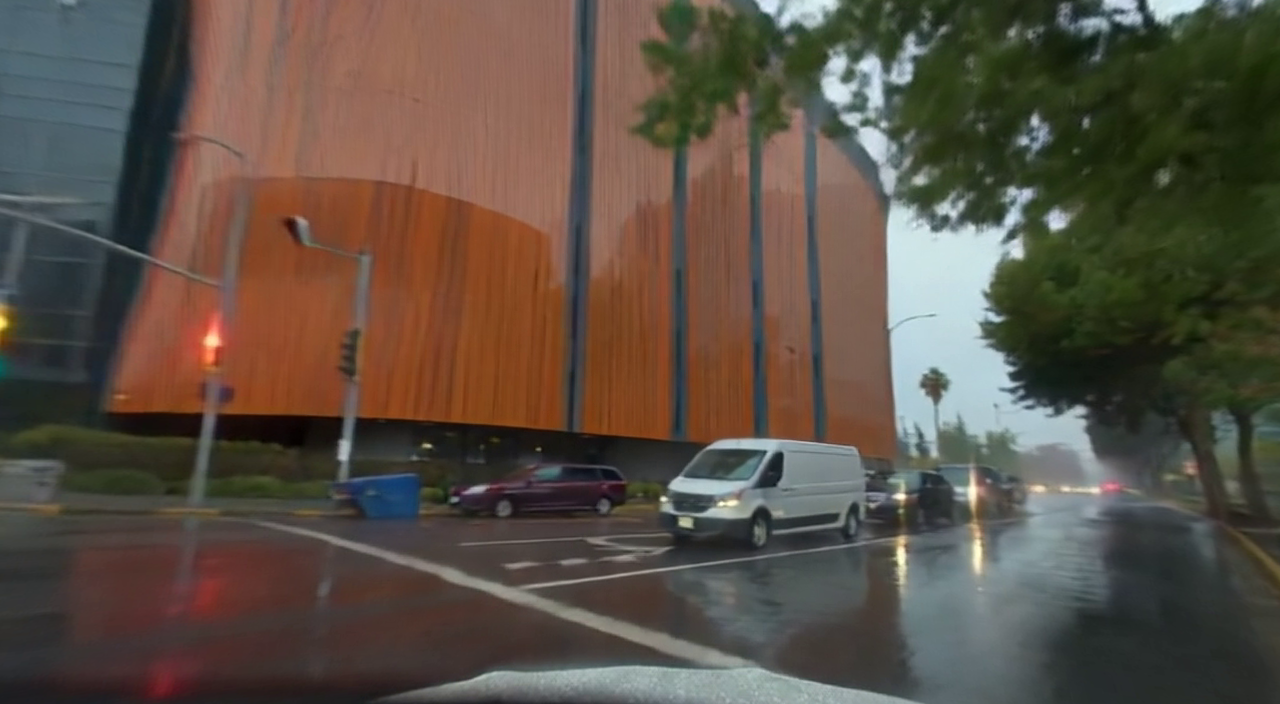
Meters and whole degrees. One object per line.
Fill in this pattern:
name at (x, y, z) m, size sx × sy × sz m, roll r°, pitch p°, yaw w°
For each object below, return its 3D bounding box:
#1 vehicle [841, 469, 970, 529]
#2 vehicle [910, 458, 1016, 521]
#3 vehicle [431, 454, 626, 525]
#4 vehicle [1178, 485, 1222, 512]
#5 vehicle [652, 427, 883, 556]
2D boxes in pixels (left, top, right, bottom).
vehicle at (7.836, 4.195, 18.372) m, size 1.853 × 1.495 × 4.632 m, roll -11°, pitch -15°, yaw 41°
vehicle at (11.947, 4.972, 23.176) m, size 2.148 × 2.024 × 4.884 m, roll -8°, pitch -14°, yaw 41°
vehicle at (-2.592, 3.324, 15.574) m, size 1.868 × 1.472 × 4.470 m, roll -9°, pitch -14°, yaw 42°
vehicle at (36.021, 9.381, 40.557) m, size 1.899 × 1.470 × 3.666 m, roll -8°, pitch -13°, yaw 40°
vehicle at (2.767, 2.727, 12.702) m, size 2.104 × 2.013 × 5.252 m, roll -11°, pitch -15°, yaw 40°
